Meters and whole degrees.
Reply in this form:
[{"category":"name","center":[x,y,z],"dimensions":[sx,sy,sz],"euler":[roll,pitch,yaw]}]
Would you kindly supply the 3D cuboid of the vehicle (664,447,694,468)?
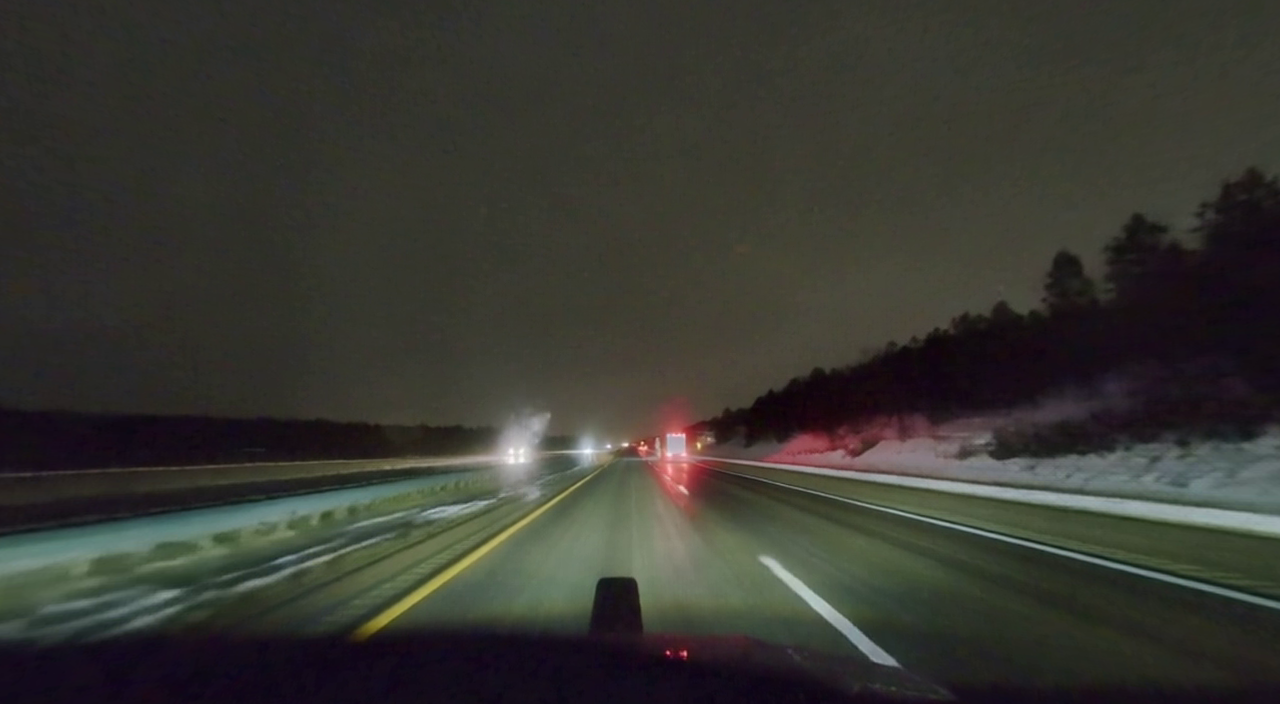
[{"category":"vehicle","center":[2.842,7.721,46.131],"dimensions":[1.836,1.459,3.766],"euler":[0,-9,-2]}]
